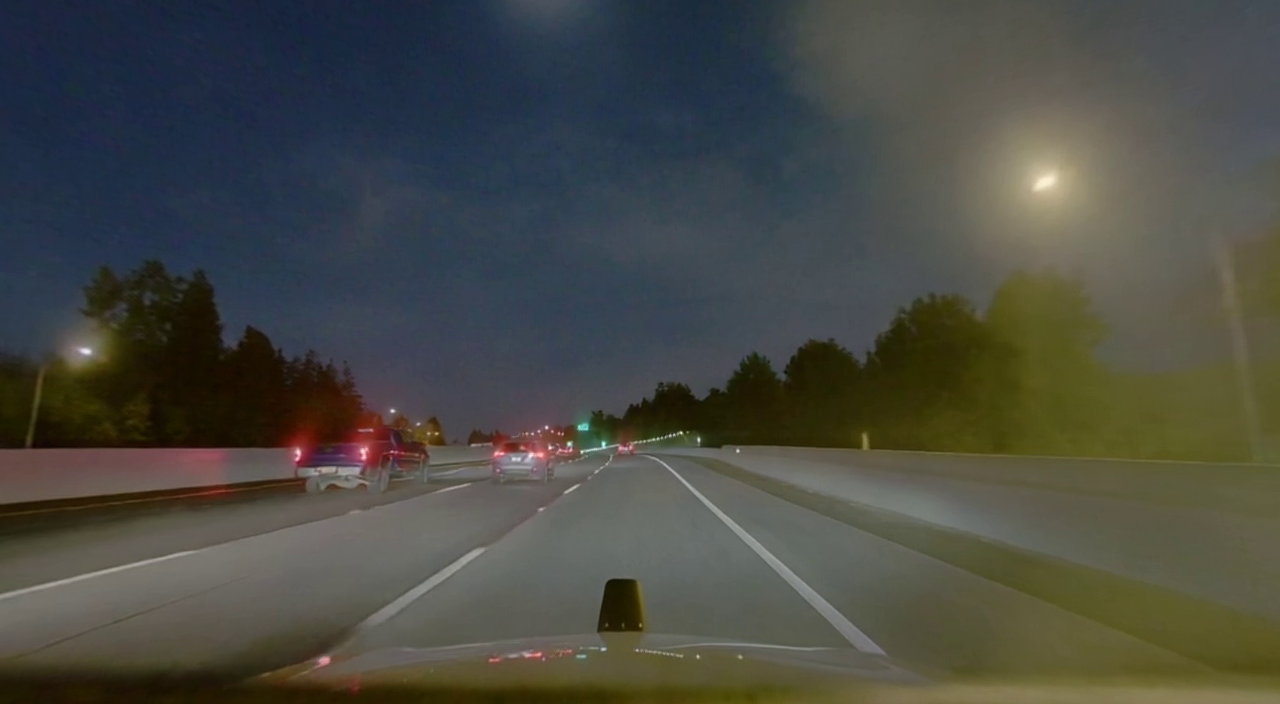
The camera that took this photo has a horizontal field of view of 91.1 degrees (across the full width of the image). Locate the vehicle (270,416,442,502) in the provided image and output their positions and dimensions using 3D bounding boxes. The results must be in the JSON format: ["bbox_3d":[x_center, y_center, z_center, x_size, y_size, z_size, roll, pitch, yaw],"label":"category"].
[{"bbox_3d":[-7.335,2.832,17.031,2.160,1.949,5.293,0,-8,0],"label":"vehicle"}]

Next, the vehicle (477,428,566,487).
[{"bbox_3d":[-3.915,3.592,21.725,2.142,1.789,5.009,0,-8,0],"label":"vehicle"}]
